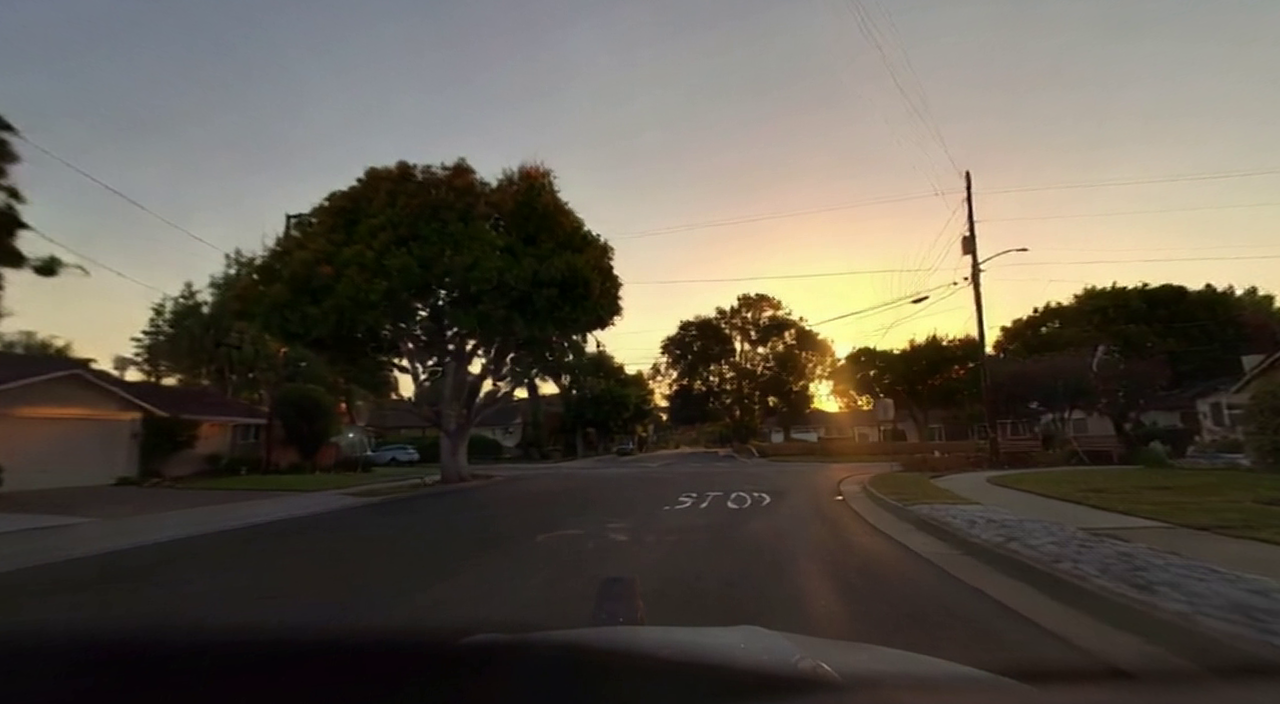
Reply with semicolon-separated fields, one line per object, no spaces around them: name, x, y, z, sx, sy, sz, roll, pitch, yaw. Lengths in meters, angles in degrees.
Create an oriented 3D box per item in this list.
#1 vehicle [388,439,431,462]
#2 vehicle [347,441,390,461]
vehicle;-17.068;7.324;46.976;1.986;1.639;4.361;1;-9;-8
vehicle;-20.154;7.373;47.029;1.864;1.337;3.943;3;-8;-7
